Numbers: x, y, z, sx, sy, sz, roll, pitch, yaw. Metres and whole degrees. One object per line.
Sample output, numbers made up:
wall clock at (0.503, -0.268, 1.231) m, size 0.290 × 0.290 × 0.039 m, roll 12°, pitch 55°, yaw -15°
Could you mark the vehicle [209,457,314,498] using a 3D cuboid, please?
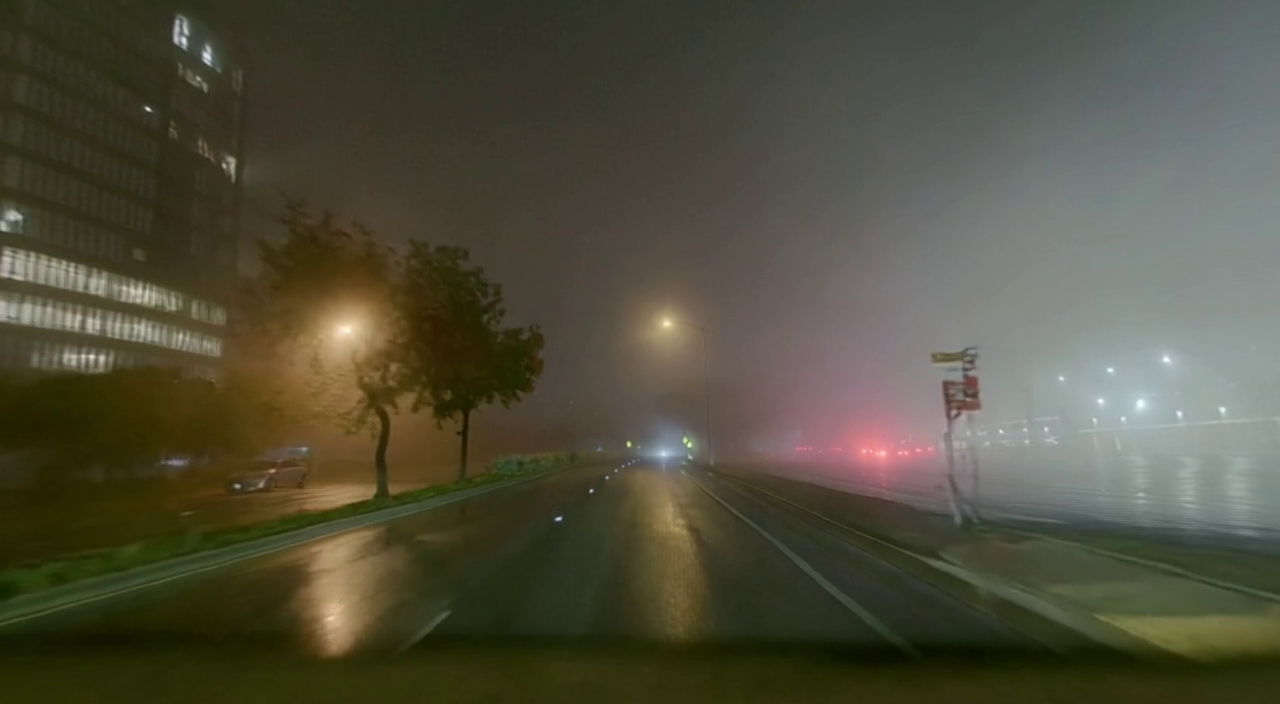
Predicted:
vehicle at (-16.638, 5.523, 27.991) m, size 1.807 × 1.570 × 4.557 m, roll 0°, pitch -9°, yaw 0°
